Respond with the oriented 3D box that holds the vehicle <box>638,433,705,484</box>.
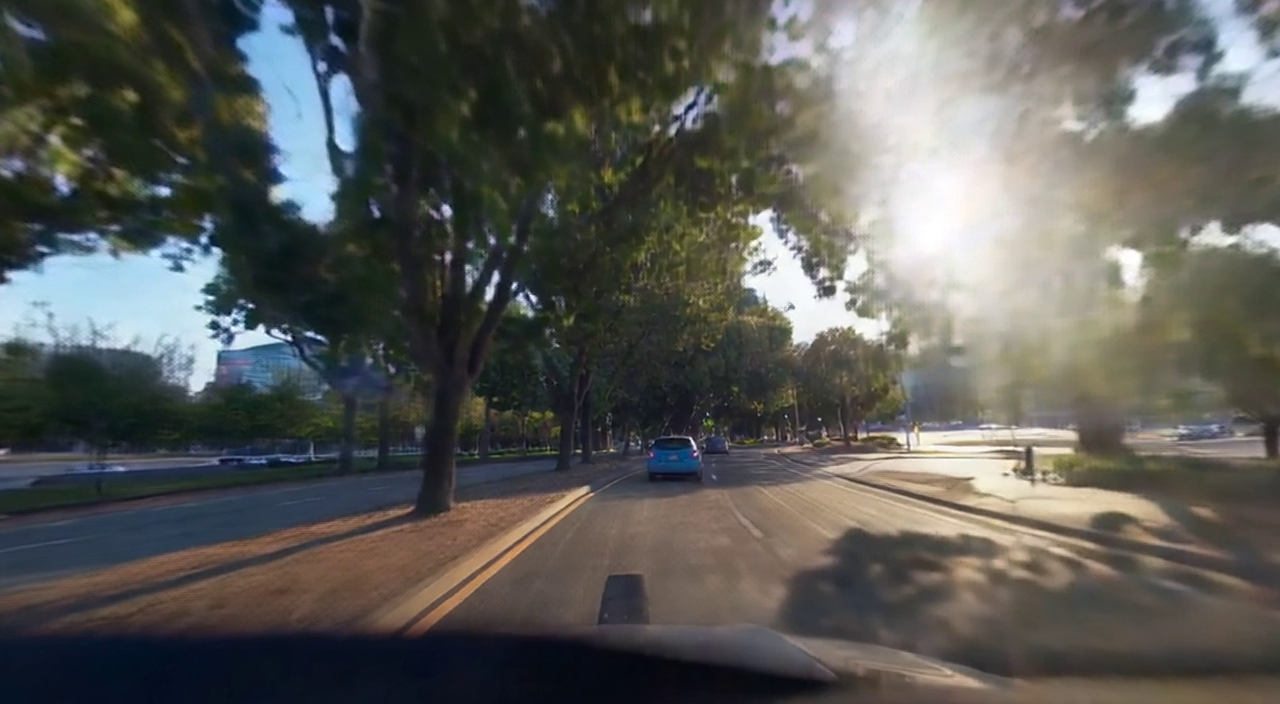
[{"bbox_3d":[1.084,3.489,20.910,2.010,1.535,3.735,-1,-8,5],"label":"vehicle"}]
